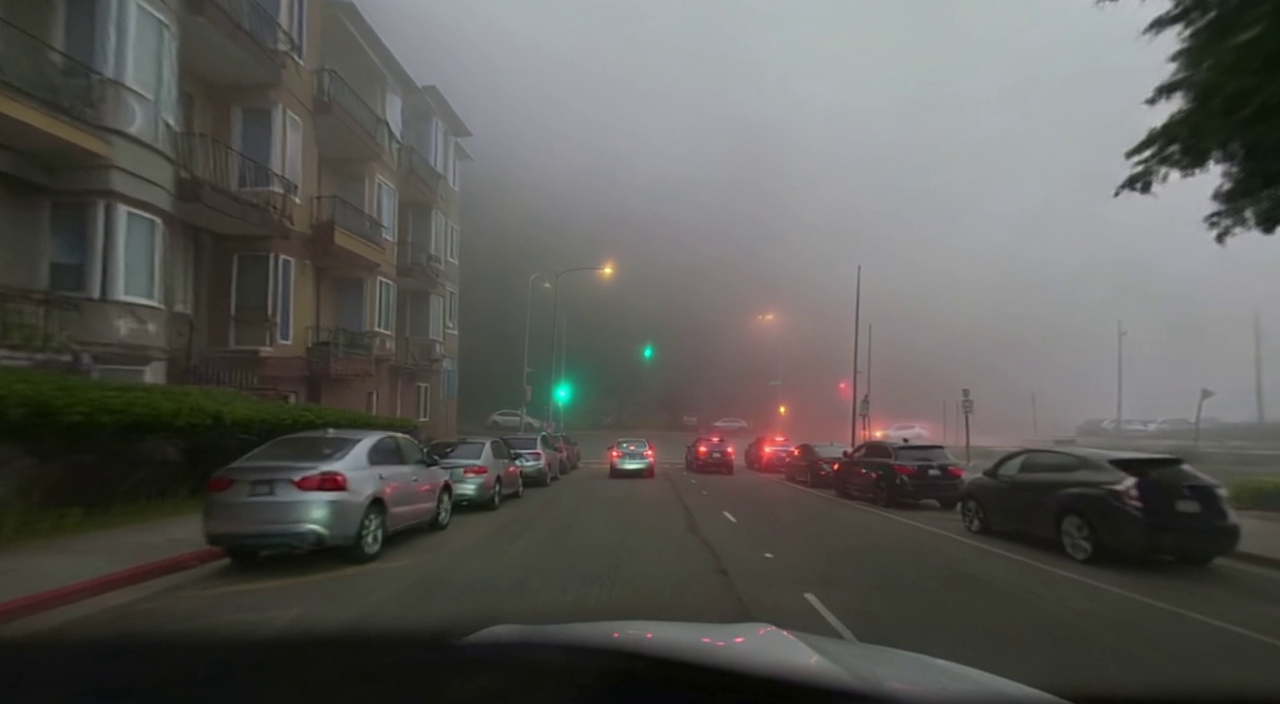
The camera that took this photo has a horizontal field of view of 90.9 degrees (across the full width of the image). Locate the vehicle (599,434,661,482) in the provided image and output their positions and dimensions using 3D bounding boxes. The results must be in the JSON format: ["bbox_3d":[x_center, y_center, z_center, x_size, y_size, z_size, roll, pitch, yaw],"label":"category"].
[{"bbox_3d":[-0.296,3.605,21.674,1.923,1.460,3.923,0,-9,0],"label":"vehicle"}]

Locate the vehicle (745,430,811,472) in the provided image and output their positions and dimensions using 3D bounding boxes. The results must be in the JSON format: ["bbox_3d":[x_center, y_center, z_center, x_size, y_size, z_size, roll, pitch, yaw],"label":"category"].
[{"bbox_3d":[6.176,4.525,28.822,1.999,1.752,4.502,0,-9,0],"label":"vehicle"}]

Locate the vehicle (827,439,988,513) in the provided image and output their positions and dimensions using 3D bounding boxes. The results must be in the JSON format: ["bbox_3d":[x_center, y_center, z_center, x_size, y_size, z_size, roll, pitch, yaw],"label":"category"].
[{"bbox_3d":[6.119,2.863,15.103,1.938,1.487,4.371,0,-9,0],"label":"vehicle"}]

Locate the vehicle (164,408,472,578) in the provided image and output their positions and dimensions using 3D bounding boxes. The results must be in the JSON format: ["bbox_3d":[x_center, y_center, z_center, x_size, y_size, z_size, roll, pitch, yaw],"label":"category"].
[{"bbox_3d":[-3.694,1.670,8.171,1.831,1.650,3.852,0,-9,2],"label":"vehicle"}]

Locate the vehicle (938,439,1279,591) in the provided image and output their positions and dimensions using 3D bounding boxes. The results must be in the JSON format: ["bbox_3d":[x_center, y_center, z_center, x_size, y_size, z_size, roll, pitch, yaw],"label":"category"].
[{"bbox_3d":[6.193,1.996,8.692,1.980,1.518,4.526,0,-9,0],"label":"vehicle"}]

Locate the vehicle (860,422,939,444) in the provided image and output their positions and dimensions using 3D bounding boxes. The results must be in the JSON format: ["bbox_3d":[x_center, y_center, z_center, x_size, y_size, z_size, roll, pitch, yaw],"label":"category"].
[{"bbox_3d":[18.395,5.778,44.848,4.738,1.537,1.960,0,-9,3],"label":"vehicle"}]

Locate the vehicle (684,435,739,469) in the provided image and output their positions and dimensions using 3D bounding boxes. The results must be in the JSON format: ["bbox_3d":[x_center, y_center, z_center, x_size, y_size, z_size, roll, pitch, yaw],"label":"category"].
[{"bbox_3d":[3.249,4.677,29.596,2.055,1.450,4.676,0,-9,0],"label":"vehicle"}]
